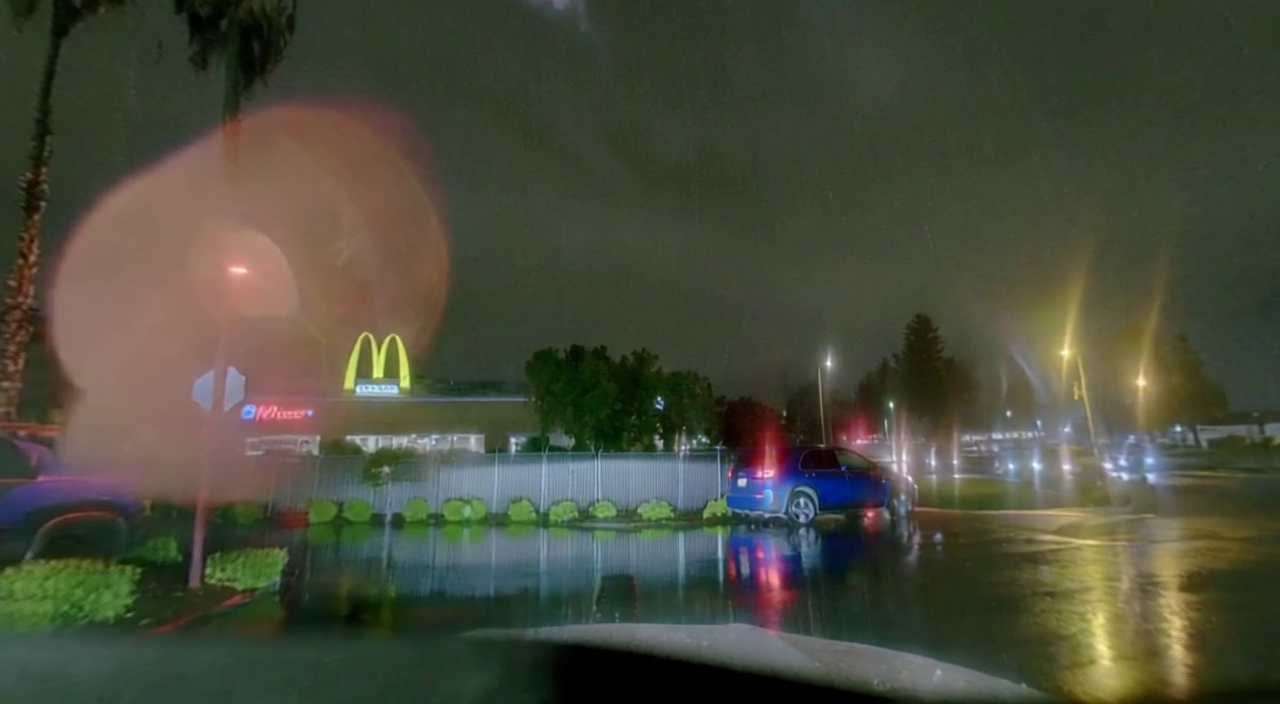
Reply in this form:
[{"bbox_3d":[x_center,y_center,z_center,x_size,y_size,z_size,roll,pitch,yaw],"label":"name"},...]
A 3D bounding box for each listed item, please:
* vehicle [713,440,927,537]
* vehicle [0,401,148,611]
[{"bbox_3d":[4.008,2.865,13.978,4.365,1.791,2.073,5,-9,-30],"label":"vehicle"},{"bbox_3d":[-6.793,1.298,5.124,1.943,1.890,4.472,0,-10,0],"label":"vehicle"}]
